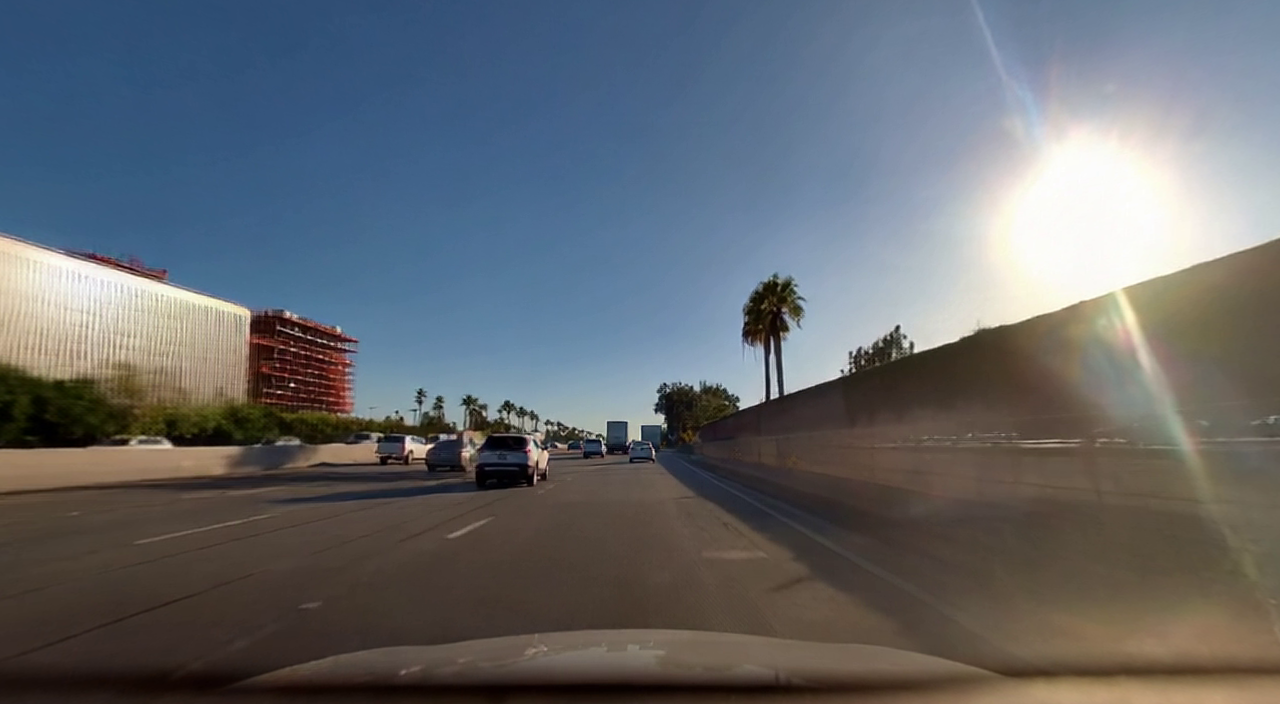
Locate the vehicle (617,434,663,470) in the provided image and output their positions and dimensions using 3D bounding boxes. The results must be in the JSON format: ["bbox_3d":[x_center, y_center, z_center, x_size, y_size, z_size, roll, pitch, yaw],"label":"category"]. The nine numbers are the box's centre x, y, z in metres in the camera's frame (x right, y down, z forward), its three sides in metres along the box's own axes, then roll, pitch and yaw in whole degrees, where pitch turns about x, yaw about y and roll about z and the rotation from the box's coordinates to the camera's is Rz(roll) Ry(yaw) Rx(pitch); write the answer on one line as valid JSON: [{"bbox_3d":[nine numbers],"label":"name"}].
[{"bbox_3d":[0.048,5.025,31.770,2.136,1.678,4.052,-1,-8,1],"label":"vehicle"}]

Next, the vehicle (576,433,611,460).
[{"bbox_3d":[-3.564,7.323,48.966,2.203,1.958,4.848,-1,-8,2],"label":"vehicle"}]

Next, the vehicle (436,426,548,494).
[{"bbox_3d":[-4.197,3.155,18.777,2.108,1.740,4.549,-1,-8,1],"label":"vehicle"}]

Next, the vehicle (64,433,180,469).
[{"bbox_3d":[-25.982,4.972,31.891,1.796,1.659,4.575,-1,-8,3],"label":"vehicle"}]

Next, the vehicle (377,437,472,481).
[{"bbox_3d":[-7.955,3.988,23.746,1.949,1.476,4.410,0,-8,1],"label":"vehicle"}]

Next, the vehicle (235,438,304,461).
[{"bbox_3d":[-25.042,6.622,42.855,1.821,1.458,4.476,-1,-8,2],"label":"vehicle"}]
